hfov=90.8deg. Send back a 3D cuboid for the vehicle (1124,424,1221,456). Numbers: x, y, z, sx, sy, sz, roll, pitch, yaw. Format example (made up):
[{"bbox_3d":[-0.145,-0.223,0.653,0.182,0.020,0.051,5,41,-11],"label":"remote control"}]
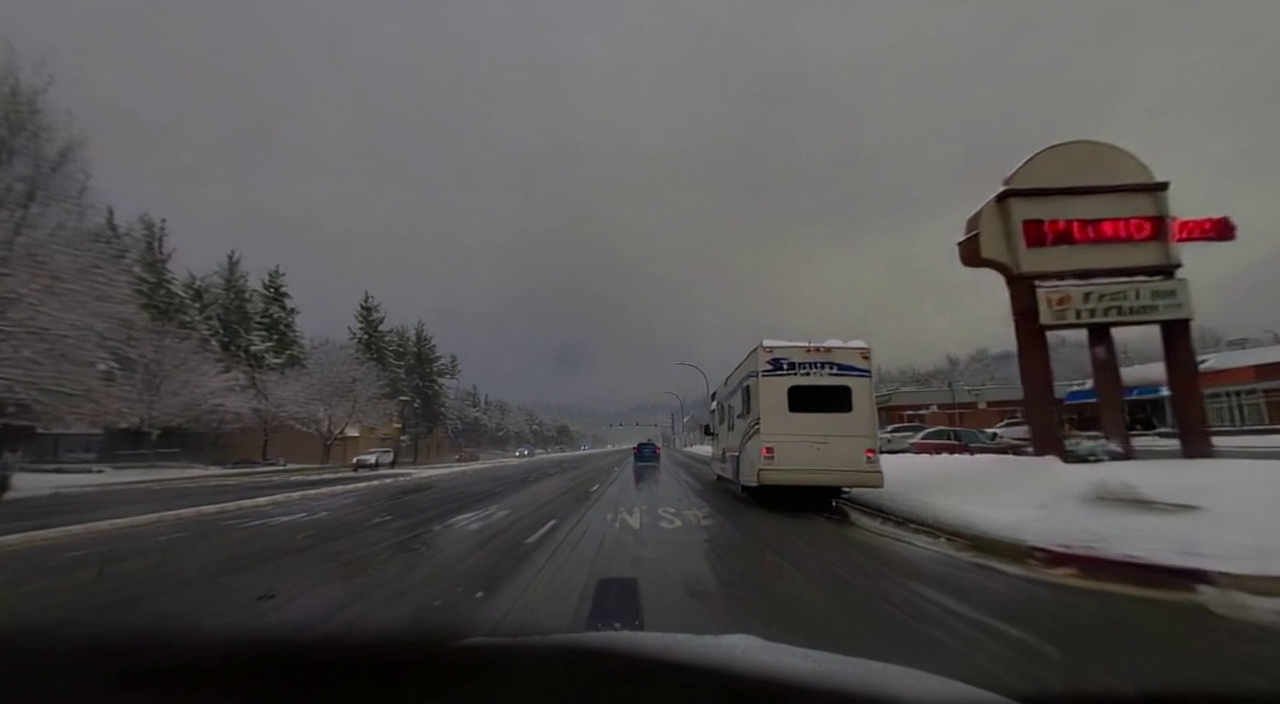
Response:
[{"bbox_3d":[25.969,4.318,30.793,4.328,1.475,1.918,4,-10,-27],"label":"vehicle"}]

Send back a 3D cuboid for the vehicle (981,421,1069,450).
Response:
[{"bbox_3d":[26.845,5.870,43.990,5.775,1.921,2.339,4,-10,-26],"label":"vehicle"}]

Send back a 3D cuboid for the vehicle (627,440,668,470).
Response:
[{"bbox_3d":[0.364,5.651,34.740,2.103,1.506,4.742,0,-9,0],"label":"vehicle"}]

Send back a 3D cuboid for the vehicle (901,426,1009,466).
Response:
[{"bbox_3d":[14.007,4.225,28.209,4.037,1.538,1.912,-7,-11,26],"label":"vehicle"}]

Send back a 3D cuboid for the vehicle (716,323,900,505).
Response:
[{"bbox_3d":[4.102,1.938,17.873,2.896,3.921,8.415,0,-9,0],"label":"vehicle"}]

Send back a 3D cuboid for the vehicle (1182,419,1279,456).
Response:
[{"bbox_3d":[26.214,3.783,27.720,4.196,1.520,1.953,4,-10,-24],"label":"vehicle"}]

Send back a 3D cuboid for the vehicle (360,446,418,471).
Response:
[{"bbox_3d":[-17.204,7.284,43.520,2.067,1.578,4.457,0,-9,1],"label":"vehicle"}]

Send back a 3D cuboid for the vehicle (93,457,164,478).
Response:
[{"bbox_3d":[-39.302,8.862,48.670,1.756,1.470,4.454,0,-9,-1],"label":"vehicle"}]
